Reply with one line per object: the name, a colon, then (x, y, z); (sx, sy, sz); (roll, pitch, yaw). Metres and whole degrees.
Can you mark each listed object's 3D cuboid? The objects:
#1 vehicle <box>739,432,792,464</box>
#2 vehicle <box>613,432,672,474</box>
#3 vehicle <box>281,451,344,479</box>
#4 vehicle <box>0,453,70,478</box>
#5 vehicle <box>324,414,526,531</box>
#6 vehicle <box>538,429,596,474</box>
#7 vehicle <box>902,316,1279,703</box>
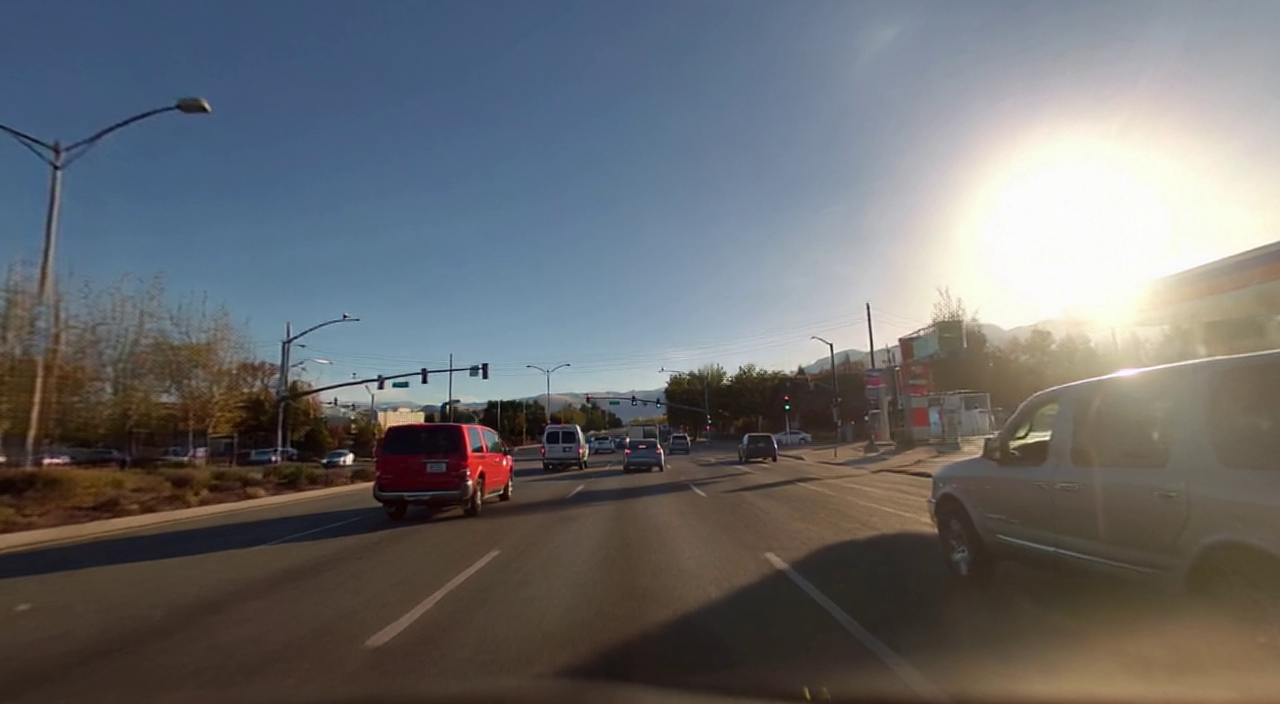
vehicle: (7.137, 5.501, 36.208); (2.119, 1.696, 4.623); (0, -8, 0)
vehicle: (0.083, 4.571, 28.771); (2.426, 1.703, 5.602); (0, -8, 0)
vehicle: (-20.714, 7.152, 39.970); (2.324, 1.551, 4.965); (2, -8, -13)
vehicle: (-46.668, 8.550, 47.496); (4.918, 1.754, 2.120); (0, -8, 0)
vehicle: (-3.697, 2.174, 12.037); (2.002, 1.747, 5.173); (0, -8, 0)
vehicle: (-3.314, 4.631, 29.524); (2.025, 1.936, 4.995); (0, -8, 1)
vehicle: (3.738, 0.937, 3.971); (2.055, 1.786, 4.817); (0, -8, 0)
